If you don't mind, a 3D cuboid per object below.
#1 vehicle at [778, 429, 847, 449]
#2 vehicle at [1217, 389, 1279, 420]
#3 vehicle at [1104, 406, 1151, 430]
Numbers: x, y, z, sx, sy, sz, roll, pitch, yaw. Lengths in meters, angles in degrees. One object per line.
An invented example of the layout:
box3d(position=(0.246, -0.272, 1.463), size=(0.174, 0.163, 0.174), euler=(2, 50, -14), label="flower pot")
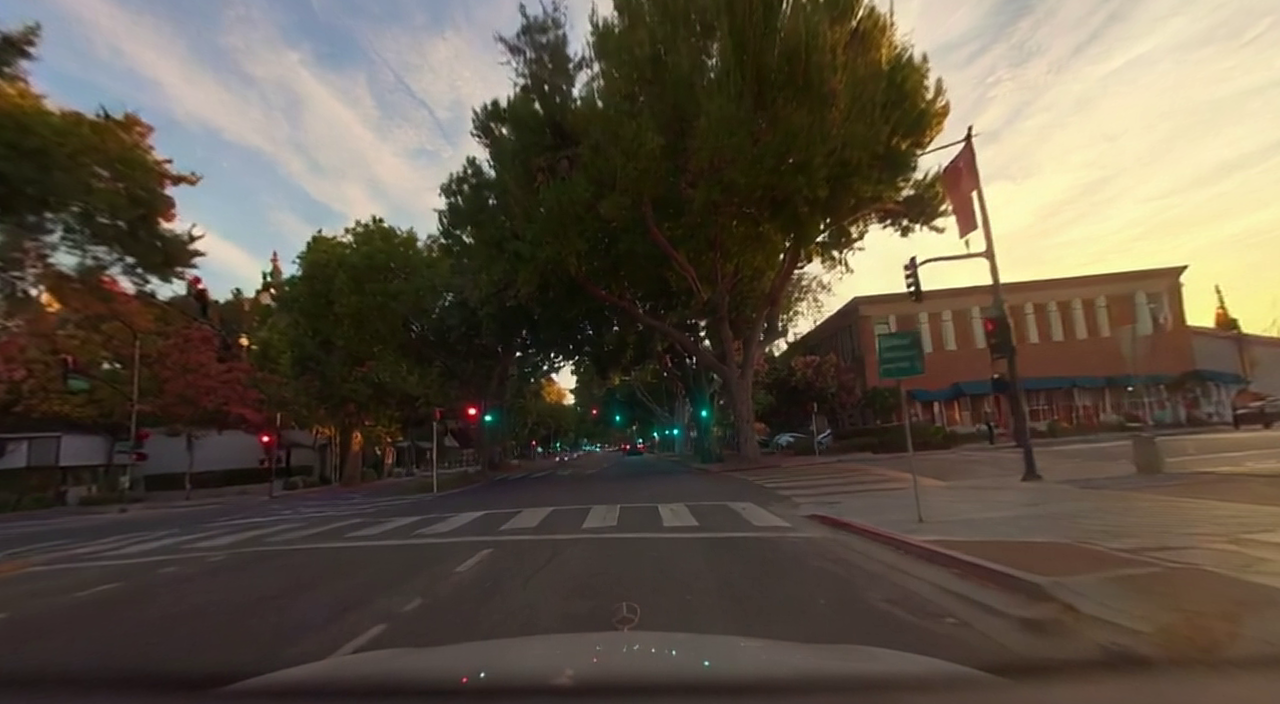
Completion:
box3d(position=(13.606, 6.905, 49.868), size=(4.803, 1.510, 1.927), euler=(-6, -10, 33), label="vehicle")
box3d(position=(43.540, 3.779, 45.336), size=(2.215, 1.897, 5.594), euler=(-10, -9, 34), label="vehicle")
box3d(position=(35.299, 4.810, 45.854), size=(1.954, 1.540, 3.963), euler=(-5, -10, 27), label="vehicle")
